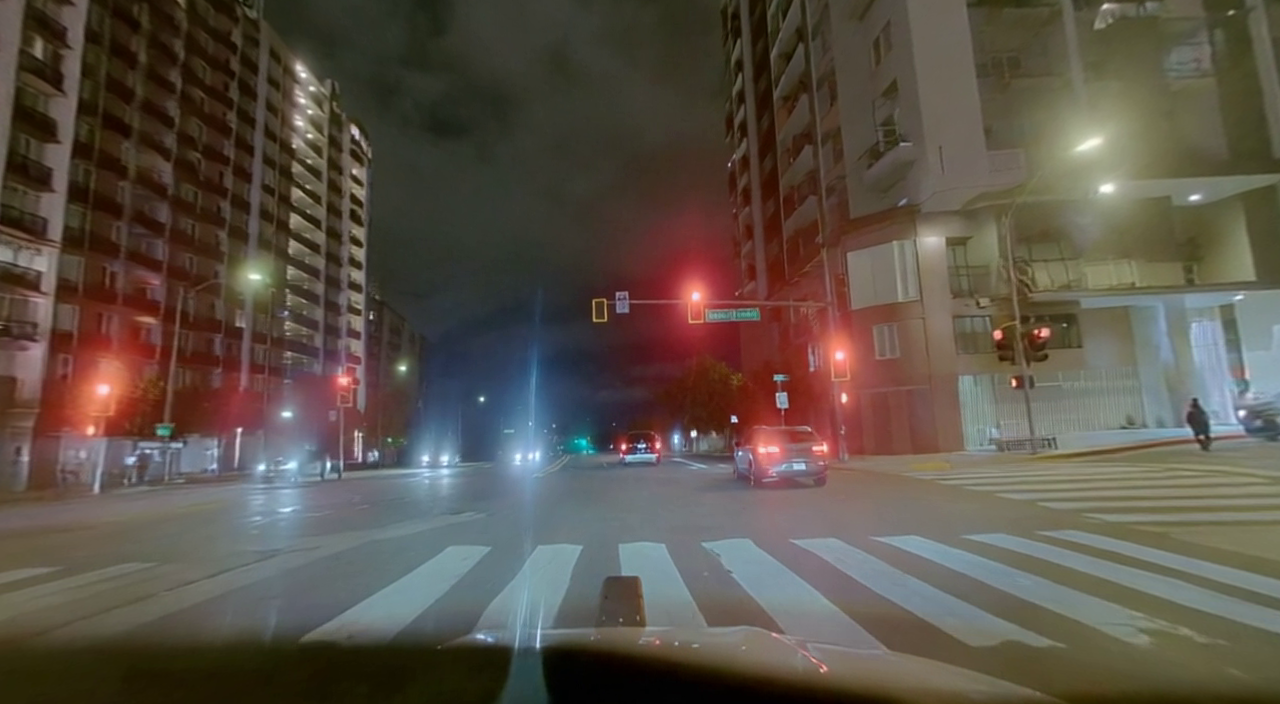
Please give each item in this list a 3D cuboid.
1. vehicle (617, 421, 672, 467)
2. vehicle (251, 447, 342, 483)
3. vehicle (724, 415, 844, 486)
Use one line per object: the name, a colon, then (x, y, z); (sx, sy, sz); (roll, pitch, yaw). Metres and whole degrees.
vehicle: (0.199, 3.926, 26.954); (2.168, 1.776, 4.135); (0, -9, 1)
vehicle: (-17.236, 5.660, 32.004); (2.011, 1.630, 4.541); (0, -8, 1)
vehicle: (3.476, 2.510, 16.210); (1.987, 1.538, 4.510); (0, -8, 0)
